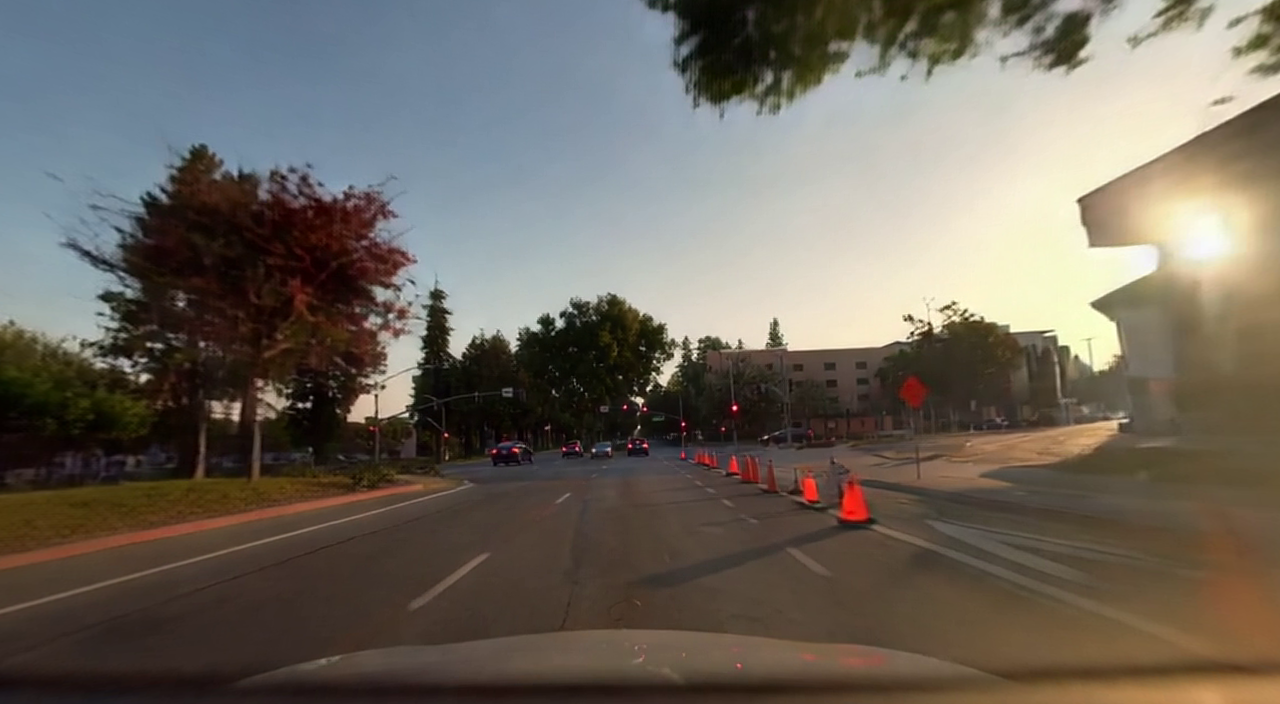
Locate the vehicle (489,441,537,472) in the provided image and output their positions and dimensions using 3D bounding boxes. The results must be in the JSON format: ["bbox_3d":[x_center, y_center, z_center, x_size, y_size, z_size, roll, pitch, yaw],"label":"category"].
[{"bbox_3d":[-6.910,5.717,34.858,1.869,1.570,4.064,0,-8,-1],"label":"vehicle"}]
